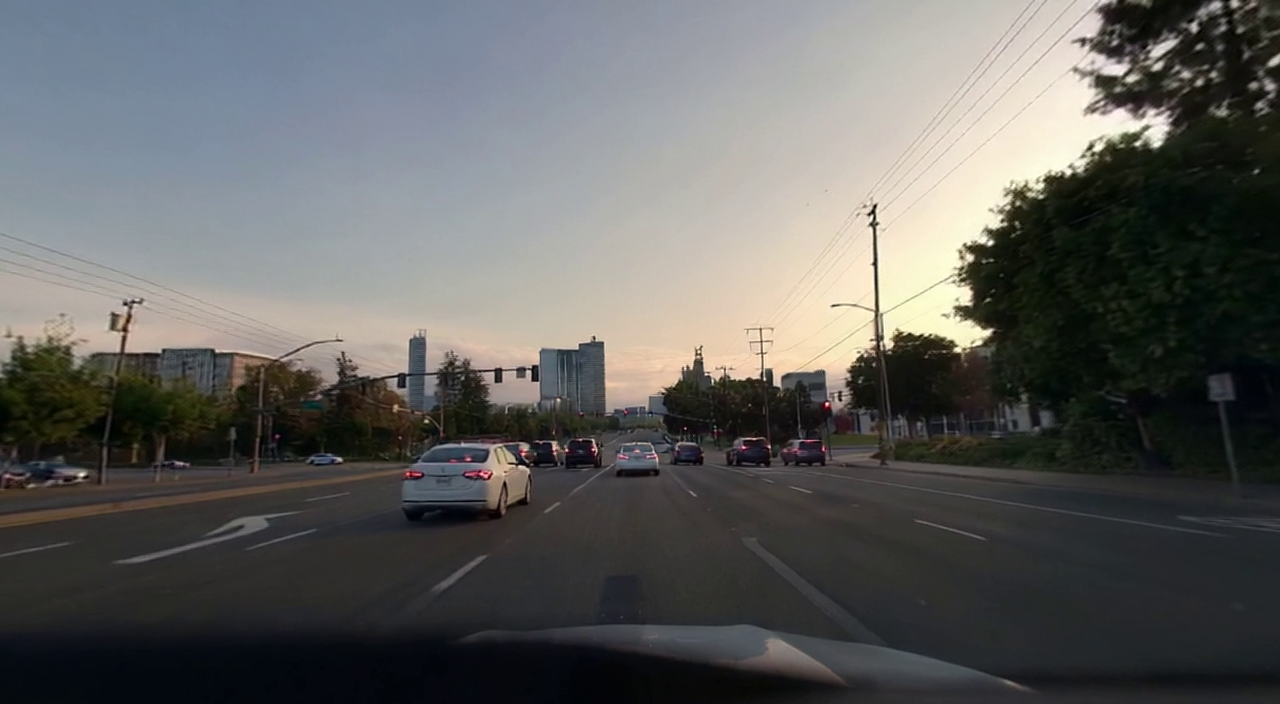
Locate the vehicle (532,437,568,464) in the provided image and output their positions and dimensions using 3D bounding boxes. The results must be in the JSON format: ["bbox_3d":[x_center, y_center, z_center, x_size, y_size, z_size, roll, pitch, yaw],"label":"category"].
[{"bbox_3d":[-7.024,7.732,49.595,2.105,1.985,4.336,0,-8,1],"label":"vehicle"}]

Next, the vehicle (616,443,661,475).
[{"bbox_3d":[-0.070,5.262,31.297,2.098,1.431,3.958,0,-8,0],"label":"vehicle"}]

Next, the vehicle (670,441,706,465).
[{"bbox_3d":[3.199,6.871,43.213,1.987,1.515,4.521,0,-8,-2],"label":"vehicle"}]

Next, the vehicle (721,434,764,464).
[{"bbox_3d":[7.345,7.025,45.759,2.156,1.982,5.358,0,-9,-1],"label":"vehicle"}]

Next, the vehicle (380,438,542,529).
[{"bbox_3d":[-3.254,2.469,12.479,1.837,1.463,4.311,0,-8,1],"label":"vehicle"}]

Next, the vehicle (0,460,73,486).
[{"bbox_3d":[-39.910,7.853,40.864,4.697,1.443,1.662,-2,-9,-4],"label":"vehicle"}]

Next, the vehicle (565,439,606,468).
[{"bbox_3d":[-3.336,6.311,39.400,2.033,1.714,4.278,0,-8,1],"label":"vehicle"}]

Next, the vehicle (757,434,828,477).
[{"bbox_3d":[6.526,4.482,27.510,1.945,1.706,4.190,0,-8,-2],"label":"vehicle"}]
